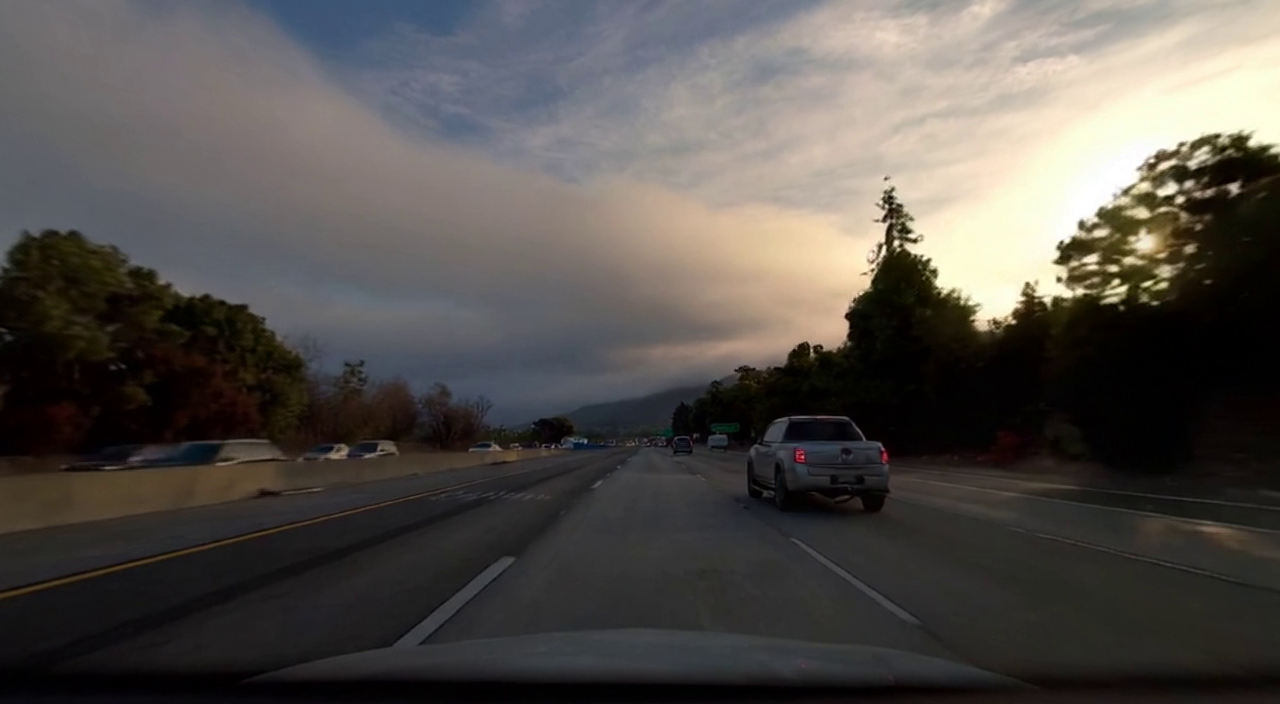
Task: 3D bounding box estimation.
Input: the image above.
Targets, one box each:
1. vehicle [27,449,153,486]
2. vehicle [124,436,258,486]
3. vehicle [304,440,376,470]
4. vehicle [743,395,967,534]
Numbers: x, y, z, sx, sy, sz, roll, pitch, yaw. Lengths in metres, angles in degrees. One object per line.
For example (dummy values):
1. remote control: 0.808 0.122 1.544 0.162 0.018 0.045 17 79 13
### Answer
1. vehicle: -24.506 5.127 28.326 1.759 1.476 4.250 0 -8 1
2. vehicle: -17.550 4.269 24.998 1.914 1.766 4.501 -1 -8 1
3. vehicle: -19.059 6.540 40.353 2.094 1.790 4.848 -1 -8 3
4. vehicle: 3.540 2.021 11.912 2.218 1.964 5.662 0 -8 0
